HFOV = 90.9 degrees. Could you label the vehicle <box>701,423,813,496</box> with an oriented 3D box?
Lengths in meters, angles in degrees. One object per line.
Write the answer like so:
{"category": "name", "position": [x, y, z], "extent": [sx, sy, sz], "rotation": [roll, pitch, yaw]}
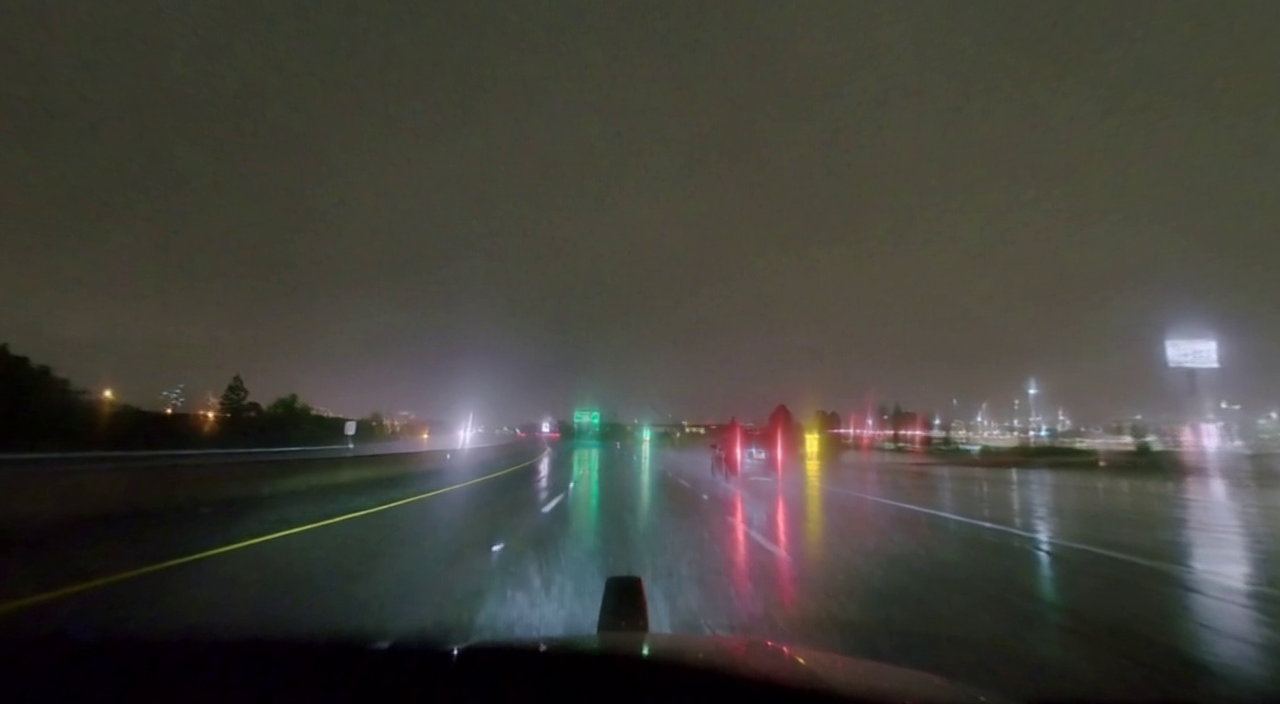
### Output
{"category": "vehicle", "position": [2.962, 2.844, 17.002], "extent": [2.059, 1.715, 4.192], "rotation": [0, -8, -2]}
